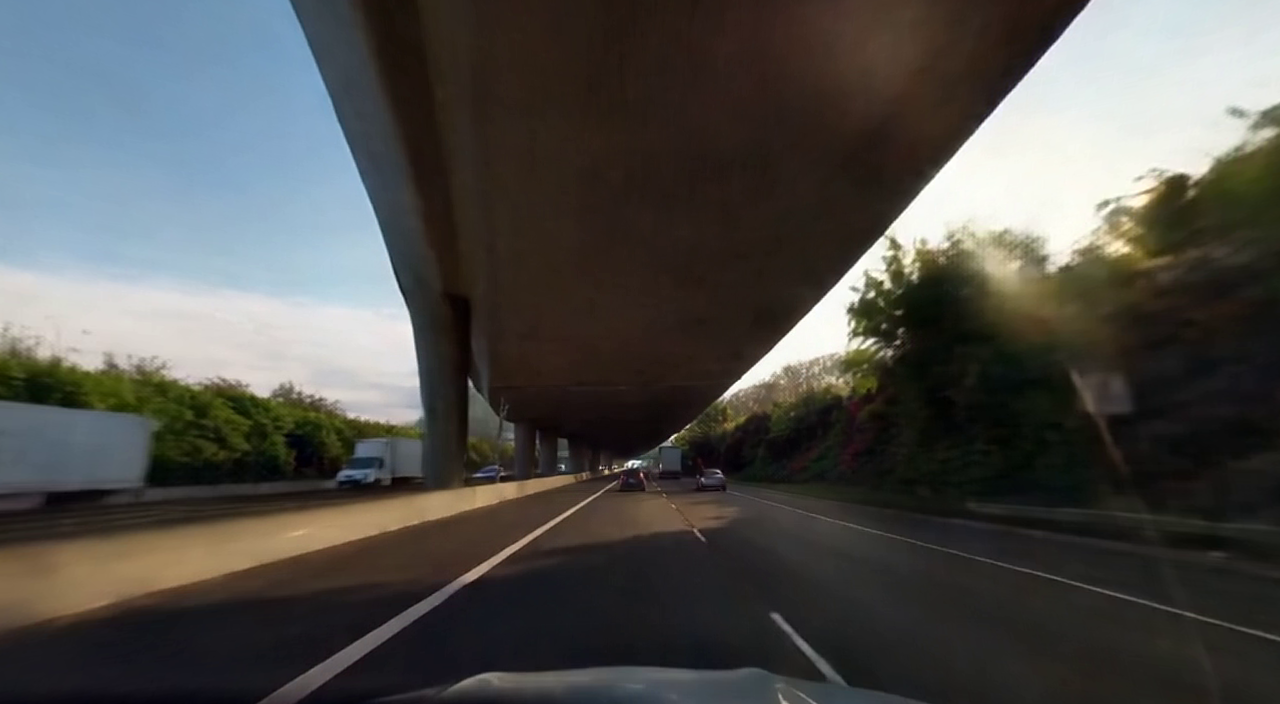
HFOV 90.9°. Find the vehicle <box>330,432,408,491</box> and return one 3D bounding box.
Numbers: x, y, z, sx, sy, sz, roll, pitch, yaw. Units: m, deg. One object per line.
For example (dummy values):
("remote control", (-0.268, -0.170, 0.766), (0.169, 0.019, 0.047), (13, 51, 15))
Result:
("vehicle", (-19.764, 8.081, 46.422), (2.911, 4.025, 5.844), (1, -10, 0))

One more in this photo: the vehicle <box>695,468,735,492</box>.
("vehicle", (4.835, 8.297, 41.018), (1.897, 1.476, 4.334), (1, -10, -2))

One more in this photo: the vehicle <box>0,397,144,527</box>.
("vehicle", (-20.354, 3.024, 17.468), (3.000, 3.760, 12.315), (1, -10, 1))

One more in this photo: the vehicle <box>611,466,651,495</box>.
("vehicle", (-0.485, 6.823, 33.630), (2.010, 1.436, 3.973), (1, -10, -1))
